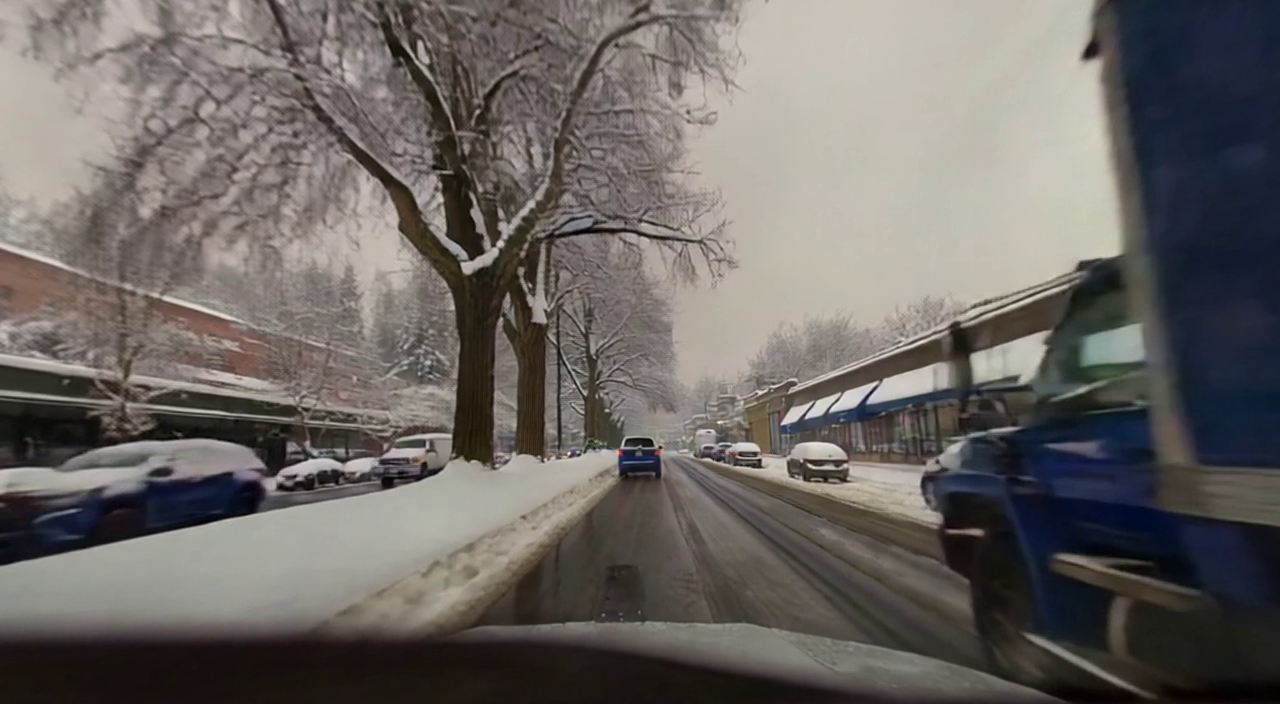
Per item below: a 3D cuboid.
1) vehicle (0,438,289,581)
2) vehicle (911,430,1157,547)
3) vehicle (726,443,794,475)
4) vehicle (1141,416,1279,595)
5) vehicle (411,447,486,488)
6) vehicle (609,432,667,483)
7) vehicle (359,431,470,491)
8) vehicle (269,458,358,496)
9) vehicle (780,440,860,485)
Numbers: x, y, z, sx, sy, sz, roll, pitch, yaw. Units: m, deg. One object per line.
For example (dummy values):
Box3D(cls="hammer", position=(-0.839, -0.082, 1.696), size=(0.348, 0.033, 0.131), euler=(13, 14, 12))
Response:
Box3D(cls="vehicle", position=(-7.558, 2.184, 9.699), size=(1.937, 1.641, 4.575), euler=(0, -9, -4))
Box3D(cls="vehicle", position=(7.210, 2.484, 12.323), size=(2.030, 1.631, 4.783), euler=(5, -8, 4))
Box3D(cls="vehicle", position=(6.722, 6.054, 36.022), size=(2.114, 1.697, 4.739), euler=(2, -9, -12))
Box3D(cls="vehicle", position=(7.053, 1.353, 5.401), size=(1.949, 1.664, 4.141), euler=(0, -10, -3))
Box3D(cls="vehicle", position=(-8.345, 5.034, 27.961), size=(1.977, 1.669, 4.387), euler=(0, -9, 0))
Box3D(cls="vehicle", position=(-0.030, 4.602, 27.840), size=(2.293, 2.036, 4.853), euler=(0, -8, 1))
Box3D(cls="vehicle", position=(-11.845, 5.808, 34.206), size=(2.894, 2.789, 8.218), euler=(0, -9, 0))
Box3D(cls="vehicle", position=(-15.885, 6.080, 31.086), size=(1.962, 1.487, 4.652), euler=(-3, -8, 0))
Box3D(cls="vehicle", position=(7.450, 4.608, 26.590), size=(2.004, 1.714, 4.356), euler=(0, -9, -1))
